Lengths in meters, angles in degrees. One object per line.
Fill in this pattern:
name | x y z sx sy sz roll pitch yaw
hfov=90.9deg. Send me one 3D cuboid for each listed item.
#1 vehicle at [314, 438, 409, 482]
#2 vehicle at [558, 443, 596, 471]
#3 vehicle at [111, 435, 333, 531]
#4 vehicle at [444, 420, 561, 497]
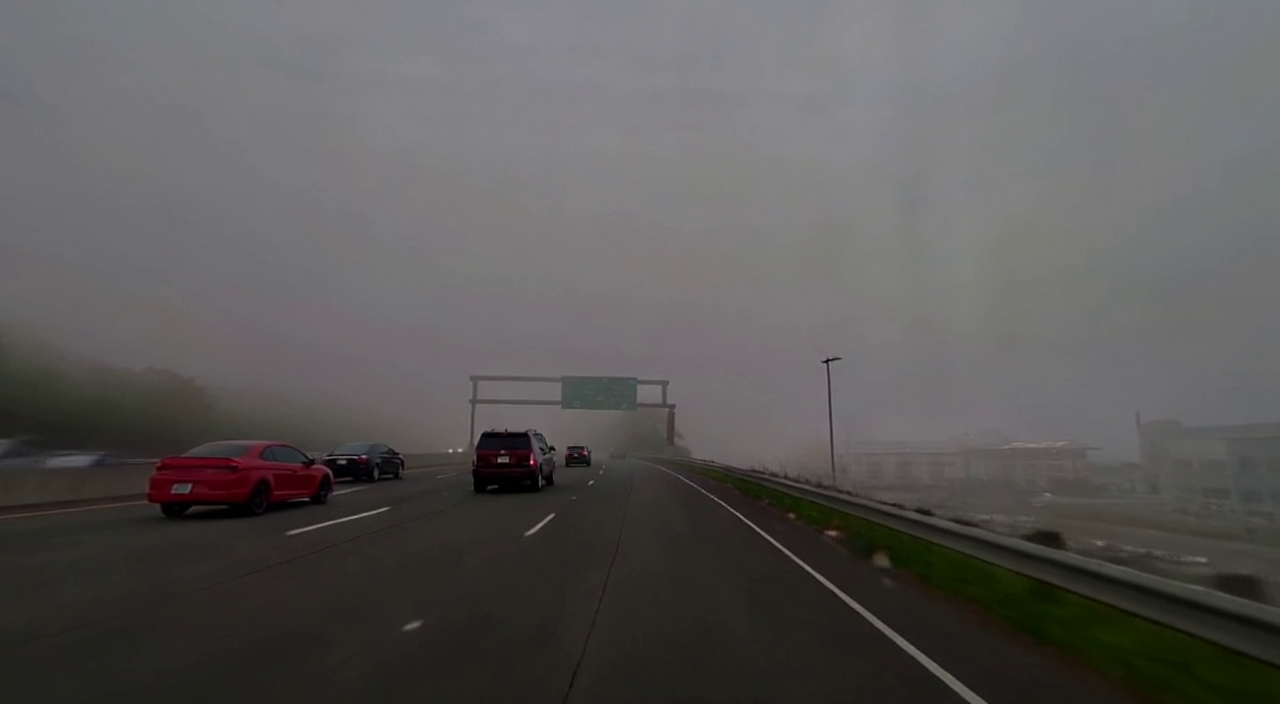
vehicle | -11.456 4.426 26.300 1.919 1.665 4.394 0 -8 0
vehicle | -3.741 6.306 38.107 1.955 1.614 3.817 0 -8 0
vehicle | -7.512 2.335 11.796 1.796 1.509 3.393 0 -8 0
vehicle | -3.926 3.164 19.150 2.301 1.985 5.247 0 -8 1
